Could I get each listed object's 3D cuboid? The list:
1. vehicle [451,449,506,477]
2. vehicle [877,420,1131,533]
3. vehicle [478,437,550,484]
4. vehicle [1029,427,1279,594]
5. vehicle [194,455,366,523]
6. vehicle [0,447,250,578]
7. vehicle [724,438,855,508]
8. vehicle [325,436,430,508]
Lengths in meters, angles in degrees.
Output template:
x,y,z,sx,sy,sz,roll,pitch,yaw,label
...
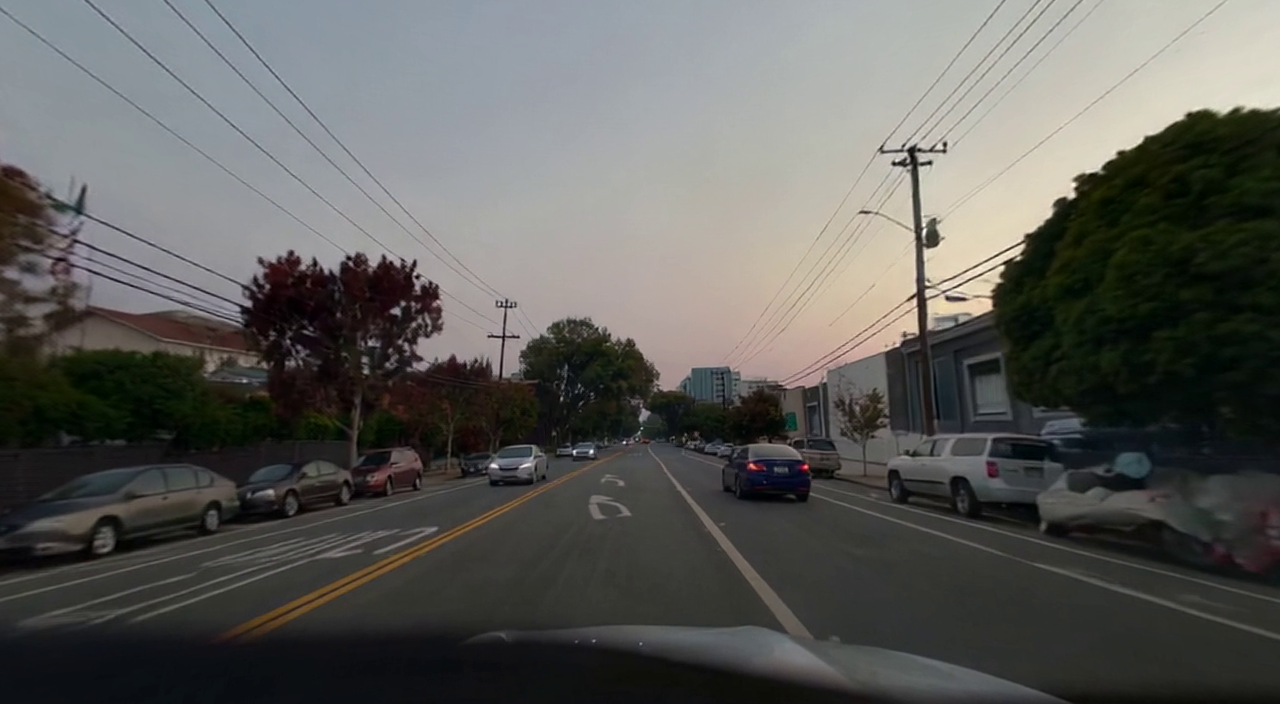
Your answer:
x,y,z,sx,sy,sz,roll,pitch,yaw,label
-9.337,6.434,36.825,1.944,1.524,4.404,-1,-8,1,vehicle
7.735,2.698,14.460,2.380,2.030,5.861,0,-8,1,vehicle
-5.084,4.432,26.094,2.050,1.729,4.269,0,-8,1,vehicle
7.660,1.966,8.617,1.811,1.749,4.308,0,-8,-2,vehicle
-9.357,3.551,16.908,1.949,1.502,4.264,-1,-8,3,vehicle
-9.429,2.694,11.364,1.961,1.683,4.483,-3,-7,1,vehicle
3.553,2.974,16.010,2.059,1.489,4.629,0,-8,-1,vehicle
-9.432,4.268,23.081,1.981,1.975,4.534,-3,-4,-1,vehicle
